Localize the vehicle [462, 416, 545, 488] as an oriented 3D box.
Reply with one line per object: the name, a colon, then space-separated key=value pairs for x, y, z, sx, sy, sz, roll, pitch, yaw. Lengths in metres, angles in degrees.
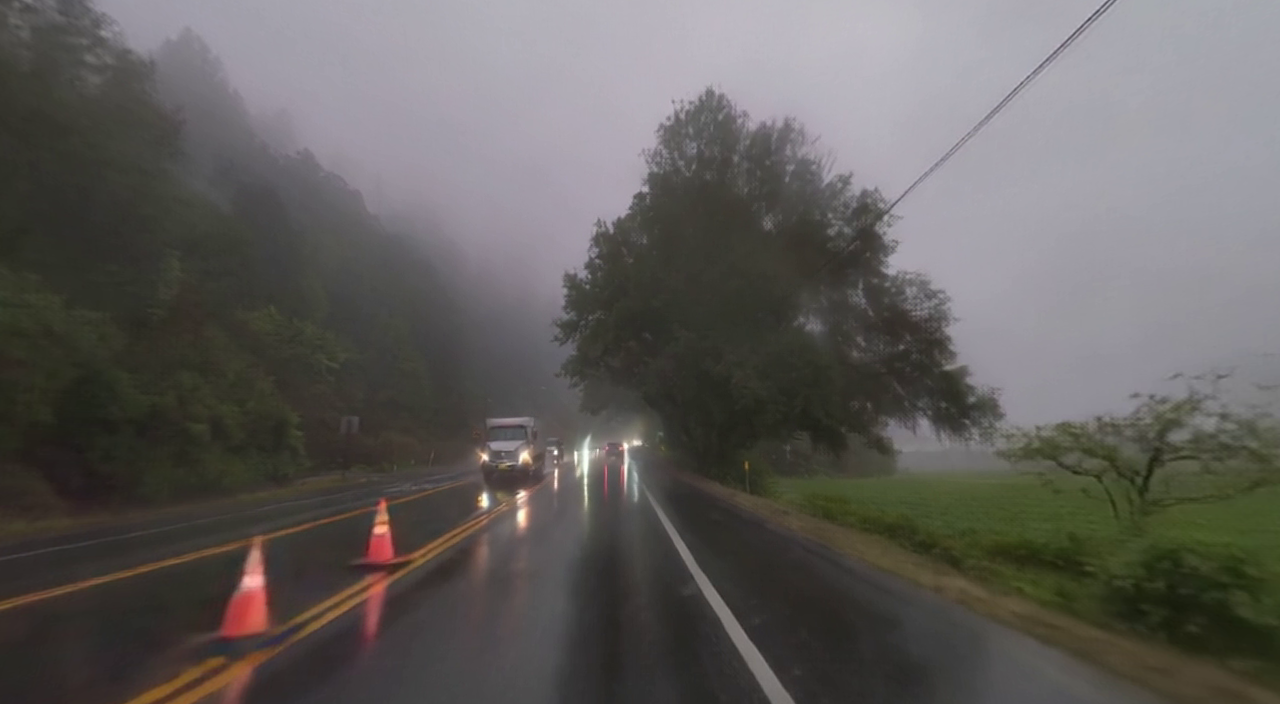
vehicle: x=-5.052 y=3.759 z=24.017 sx=2.380 sy=2.488 sz=4.028 roll=0 pitch=-8 yaw=-2
